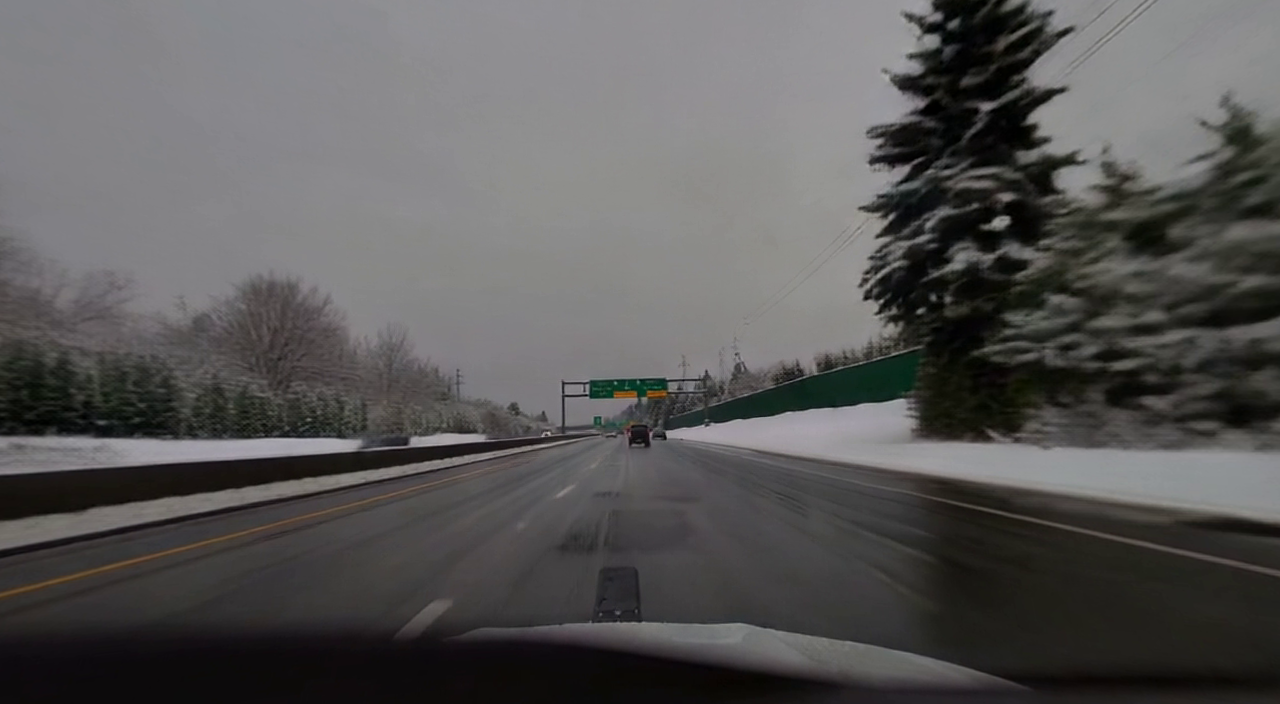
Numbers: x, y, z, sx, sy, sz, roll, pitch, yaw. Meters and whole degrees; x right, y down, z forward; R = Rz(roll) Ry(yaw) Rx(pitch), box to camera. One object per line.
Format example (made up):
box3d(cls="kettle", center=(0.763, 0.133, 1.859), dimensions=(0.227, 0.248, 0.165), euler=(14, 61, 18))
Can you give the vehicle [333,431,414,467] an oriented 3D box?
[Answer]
box3d(cls="vehicle", center=(-12.533, 4.563, 29.983), dimensions=(1.907, 1.549, 4.603), euler=(0, -8, 0))
